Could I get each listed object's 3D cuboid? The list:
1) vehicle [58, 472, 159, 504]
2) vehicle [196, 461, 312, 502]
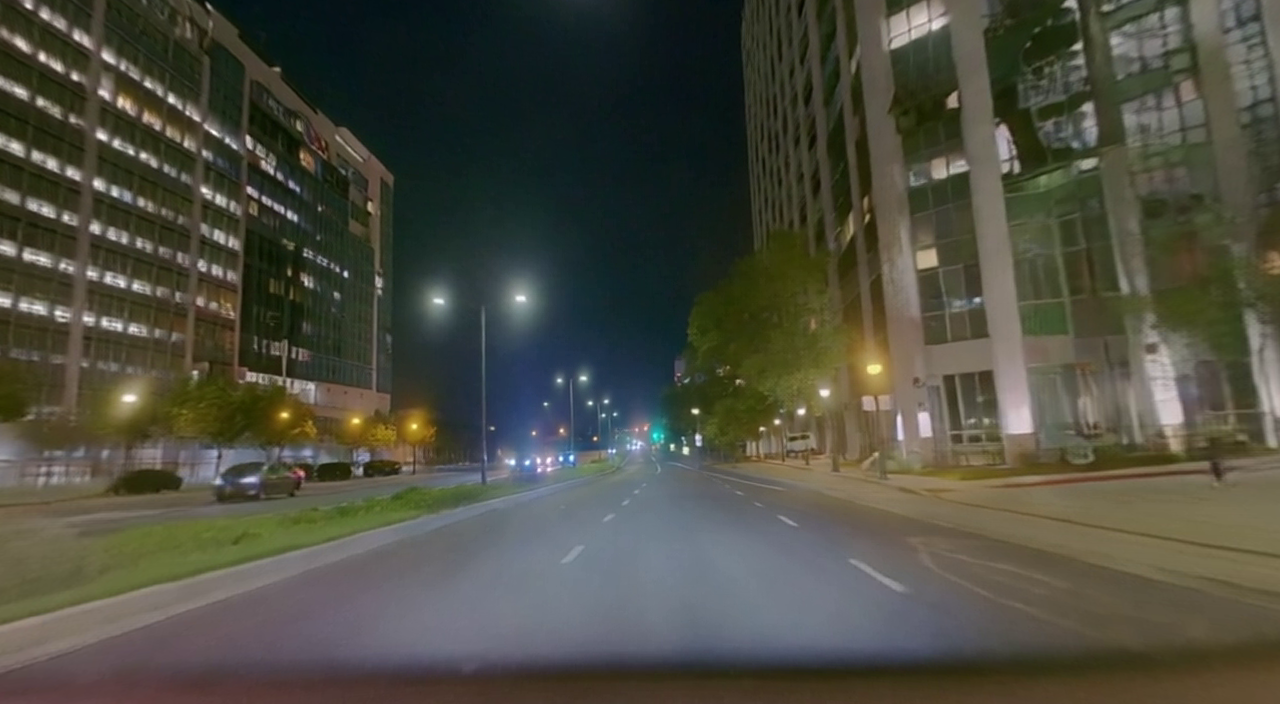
[{"bbox_3d":[-30.043,7.667,35.818,1.799,1.473,4.490,0,-8,0],"label":"vehicle"},{"bbox_3d":[-16.746,5.616,27.690,1.878,1.492,4.648,-1,-8,5],"label":"vehicle"}]
